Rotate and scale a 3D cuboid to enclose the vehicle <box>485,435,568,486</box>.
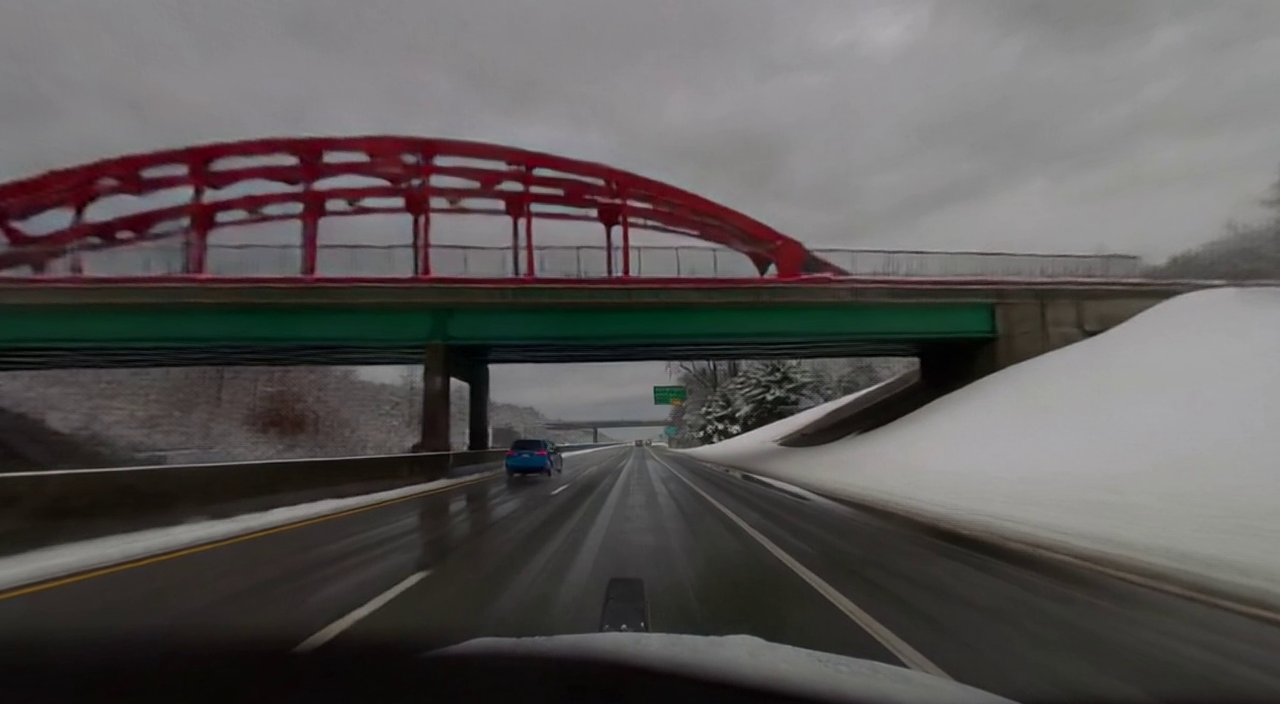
[{"bbox_3d":[-3.816,3.736,21.918,2.052,1.556,4.405,0,-8,0],"label":"vehicle"}]
